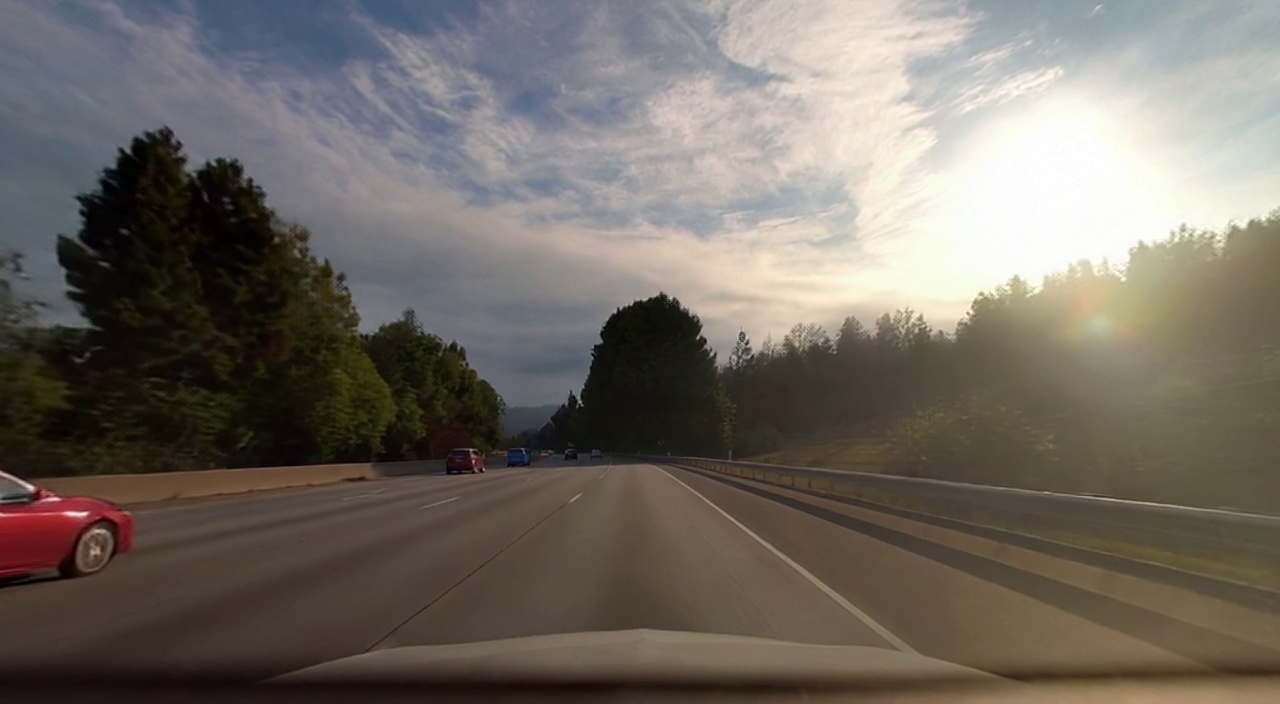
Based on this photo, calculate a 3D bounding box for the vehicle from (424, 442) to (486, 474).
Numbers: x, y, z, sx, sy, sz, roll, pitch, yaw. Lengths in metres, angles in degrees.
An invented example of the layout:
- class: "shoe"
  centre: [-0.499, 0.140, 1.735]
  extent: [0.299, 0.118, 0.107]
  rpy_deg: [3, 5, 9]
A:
- class: "vehicle"
  centre: [-11.837, 6.804, 40.707]
  extent: [2.425, 1.926, 5.584]
  rpy_deg: [0, -9, -2]

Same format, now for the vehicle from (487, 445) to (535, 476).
- class: "vehicle"
  centre: [-7.609, 6.444, 37.653]
  extent: [2.060, 1.680, 4.255]
  rpy_deg: [0, -9, -2]

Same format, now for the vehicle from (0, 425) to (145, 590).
- class: "vehicle"
  centre: [-7.290, 1.406, 5.423]
  extent: [2.133, 1.586, 4.869]
  rpy_deg: [0, -9, -1]
